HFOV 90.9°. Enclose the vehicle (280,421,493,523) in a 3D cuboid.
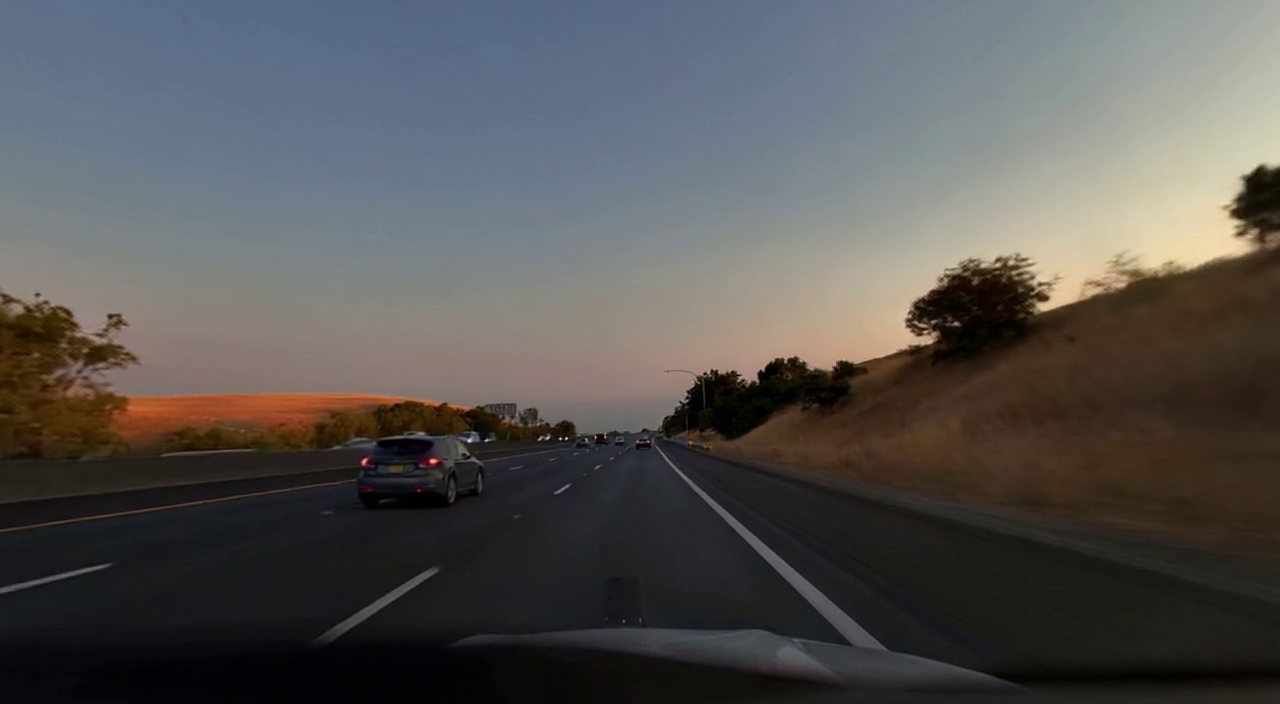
[{"bbox_3d":[-4.482,2.203,12.151,2.071,1.556,4.729,0,-8,1],"label":"vehicle"}]
